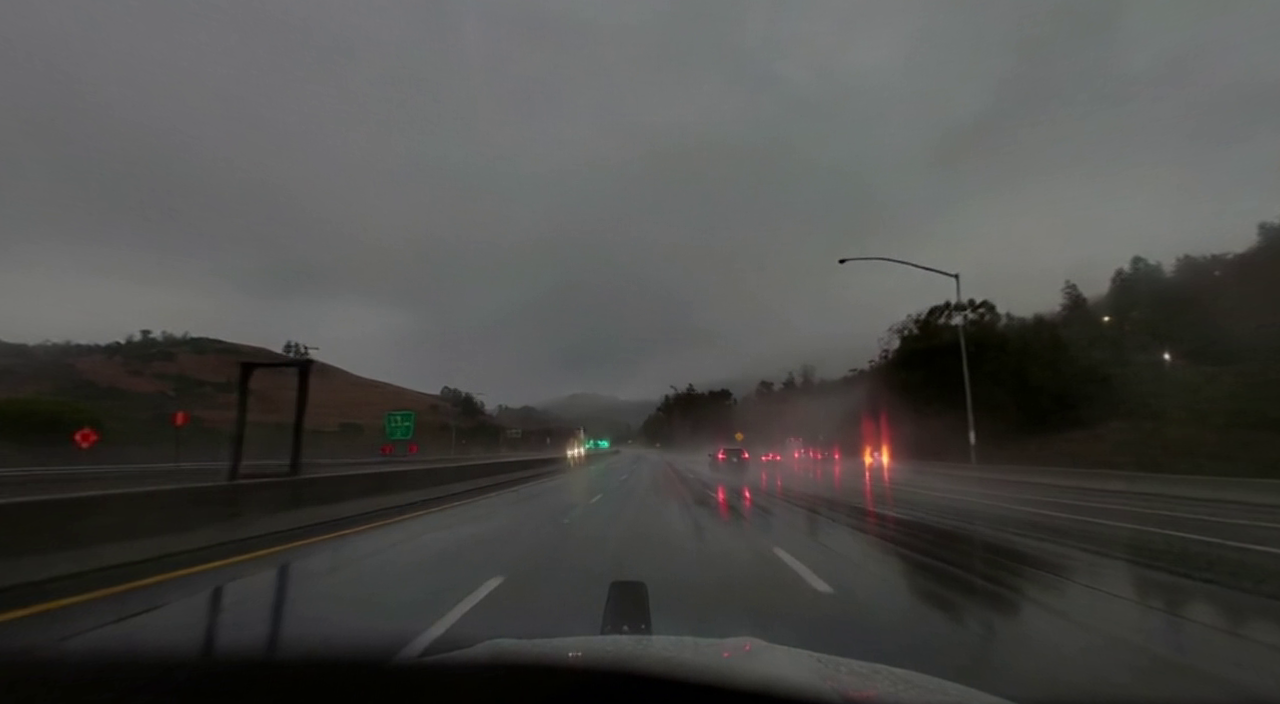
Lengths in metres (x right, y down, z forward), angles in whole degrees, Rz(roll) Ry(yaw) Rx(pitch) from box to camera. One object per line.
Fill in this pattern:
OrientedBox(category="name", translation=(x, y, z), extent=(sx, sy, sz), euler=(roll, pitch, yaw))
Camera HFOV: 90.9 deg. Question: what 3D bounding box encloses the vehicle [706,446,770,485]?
OrientedBox(category="vehicle", translation=(3.978, 4.657, 26.313), extent=(1.916, 1.469, 4.481), euler=(0, -8, 0))
